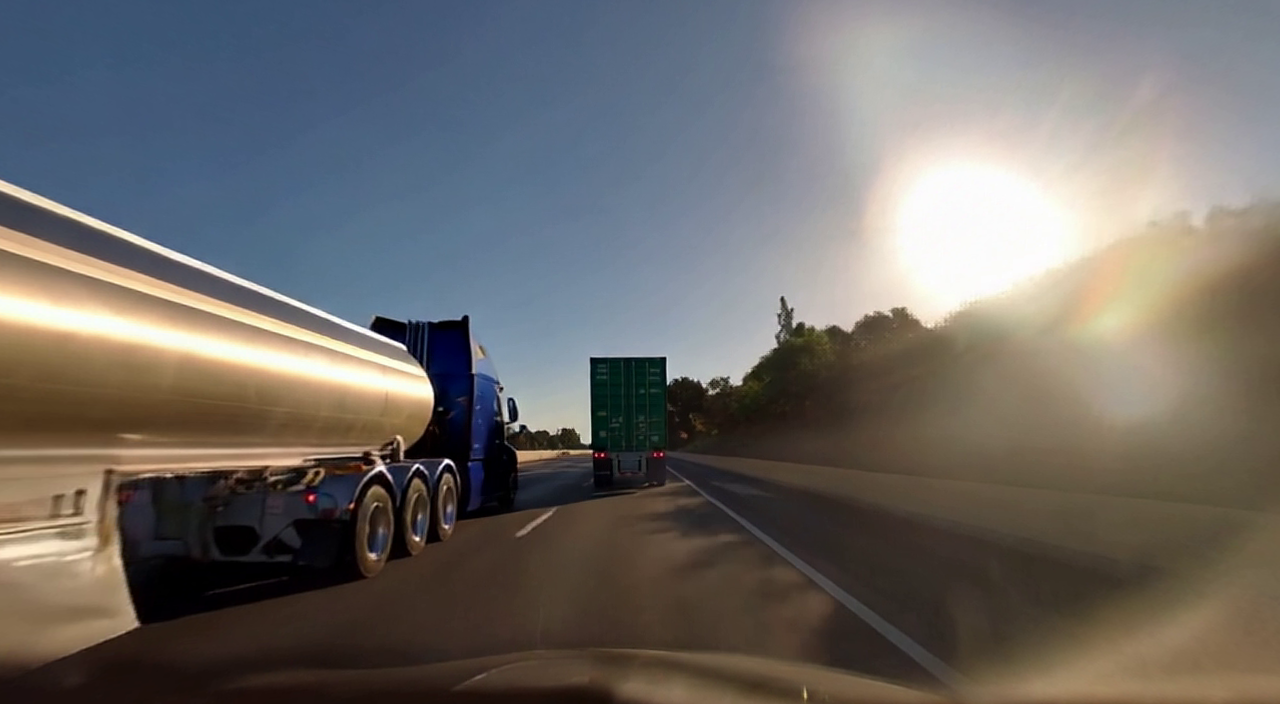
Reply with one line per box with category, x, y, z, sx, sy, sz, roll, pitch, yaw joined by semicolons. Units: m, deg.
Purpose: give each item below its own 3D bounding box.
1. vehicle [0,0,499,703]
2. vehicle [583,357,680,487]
vehicle;-4.250;-0.200;2.494;3.267;3.655;17.154;0;-9;1
vehicle;-0.228;2.974;25.005;2.942;4.003;11.297;0;-9;0
